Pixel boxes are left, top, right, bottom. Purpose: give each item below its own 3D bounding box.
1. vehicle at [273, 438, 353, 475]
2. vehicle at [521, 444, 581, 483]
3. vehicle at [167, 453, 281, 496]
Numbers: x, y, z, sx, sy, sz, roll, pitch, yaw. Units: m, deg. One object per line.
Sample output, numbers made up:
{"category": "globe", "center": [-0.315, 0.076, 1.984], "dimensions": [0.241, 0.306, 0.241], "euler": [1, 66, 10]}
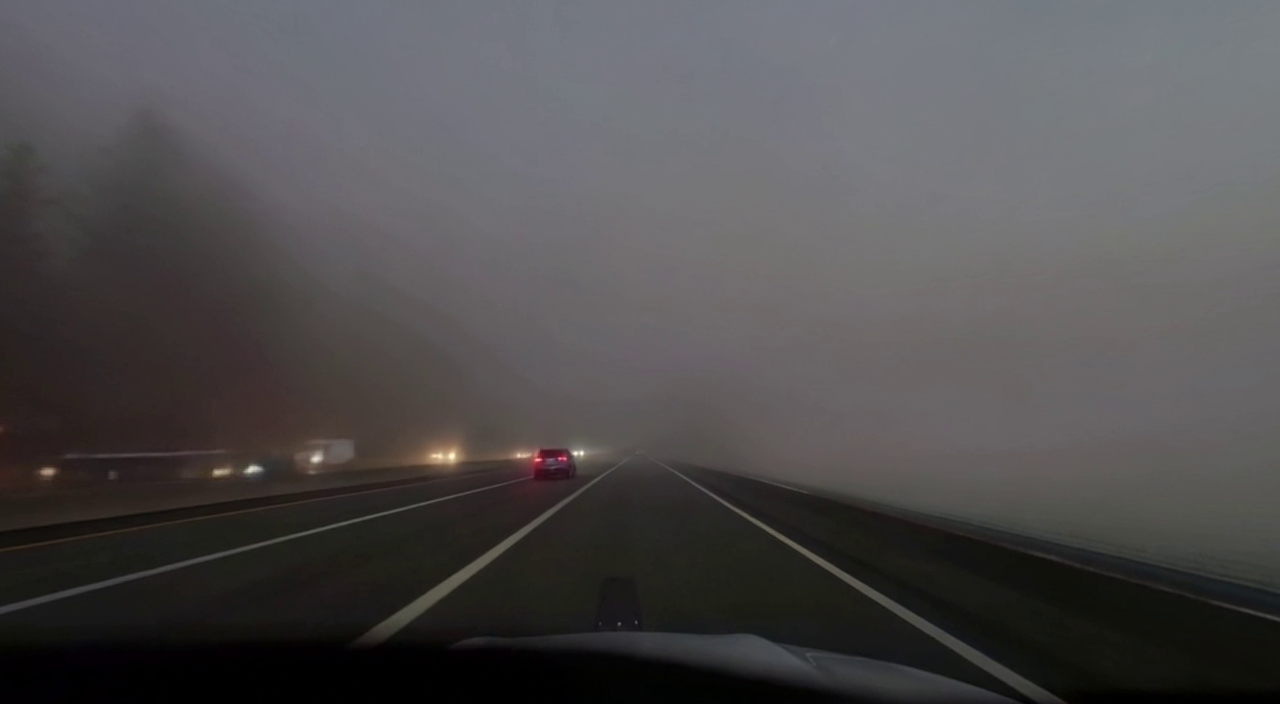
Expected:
{"category": "vehicle", "center": [-23.598, 7.537, 45.581], "dimensions": [2.328, 2.459, 6.171], "euler": [-1, -9, 1]}
{"category": "vehicle", "center": [-3.702, 4.719, 26.787], "dimensions": [1.933, 1.497, 3.973], "euler": [0, -9, 1]}
{"category": "vehicle", "center": [-15.747, 4.635, 24.007], "dimensions": [1.747, 1.445, 3.820], "euler": [0, -9, 0]}
